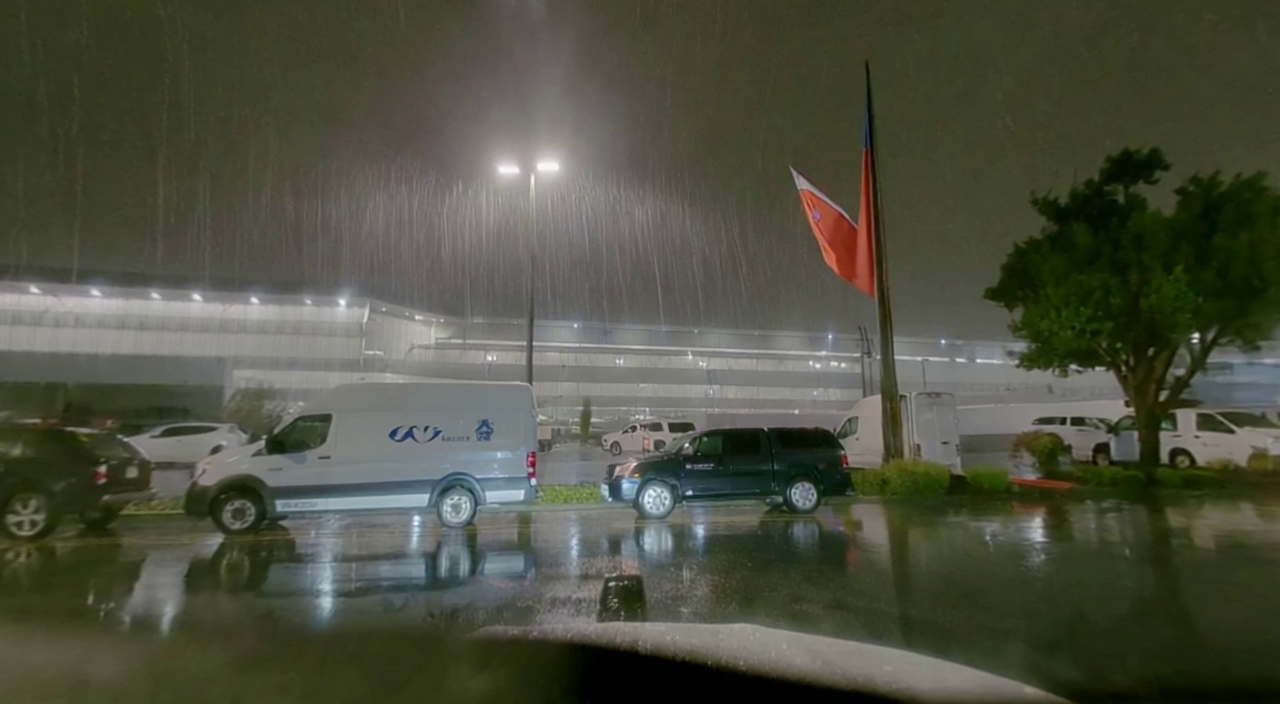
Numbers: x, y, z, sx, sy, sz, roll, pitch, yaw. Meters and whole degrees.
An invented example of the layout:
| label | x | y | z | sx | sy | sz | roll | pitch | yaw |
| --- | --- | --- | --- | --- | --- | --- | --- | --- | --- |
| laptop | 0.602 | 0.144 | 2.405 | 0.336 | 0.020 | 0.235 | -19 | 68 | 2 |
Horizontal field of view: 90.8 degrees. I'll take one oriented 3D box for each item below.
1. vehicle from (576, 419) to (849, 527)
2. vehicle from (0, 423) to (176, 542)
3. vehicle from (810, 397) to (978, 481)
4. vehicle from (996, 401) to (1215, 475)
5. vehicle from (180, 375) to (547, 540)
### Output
| label | x | y | z | sx | sy | sz | roll | pitch | yaw |
| --- | --- | --- | --- | --- | --- | --- | --- | --- | --- |
| vehicle | 1.278 | 2.331 | 12.563 | 4.992 | 1.894 | 2.043 | 1 | -8 | -7 |
| vehicle | -12.561 | 2.313 | 11.450 | 6.311 | 1.951 | 2.161 | 1 | -8 | -6 |
| vehicle | 7.986 | 2.887 | 20.814 | 2.491 | 2.324 | 5.986 | 1 | -8 | -6 |
| vehicle | 15.823 | 3.033 | 22.262 | 2.228 | 2.126 | 6.632 | -1 | -8 | -5 |
| vehicle | -4.825 | 1.950 | 12.090 | 5.899 | 2.757 | 2.257 | 1 | -8 | -6 |
